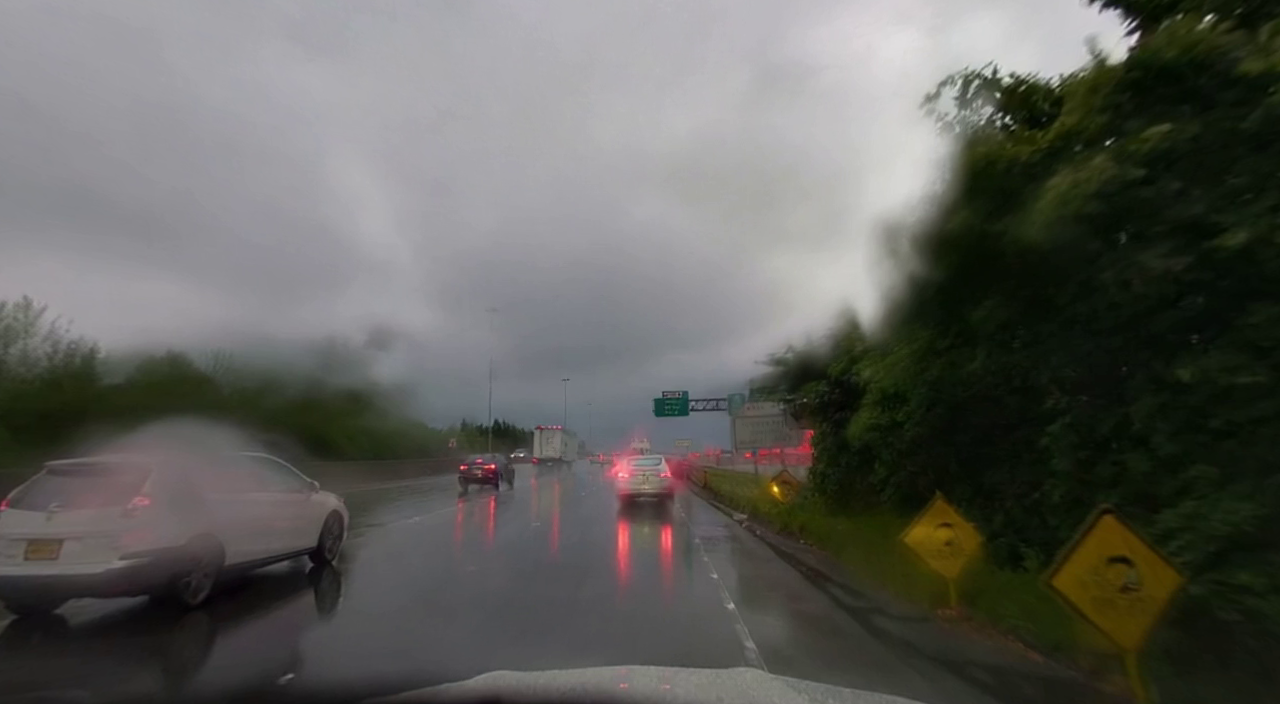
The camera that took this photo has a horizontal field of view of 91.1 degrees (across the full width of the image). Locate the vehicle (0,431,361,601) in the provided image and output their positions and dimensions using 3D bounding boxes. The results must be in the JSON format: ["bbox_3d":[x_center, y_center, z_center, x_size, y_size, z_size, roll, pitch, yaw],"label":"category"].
[{"bbox_3d":[-5.495,1.807,7.902,1.892,1.481,4.573,0,-9,0],"label":"vehicle"}]

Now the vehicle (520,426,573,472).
[{"bbox_3d":[-5.859,6.203,40.109,2.326,2.645,6.249,0,-9,1],"label":"vehicle"}]

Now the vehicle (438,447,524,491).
[{"bbox_3d":[-5.605,4.170,22.677,2.063,1.417,4.000,0,-9,0],"label":"vehicle"}]

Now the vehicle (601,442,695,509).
[{"bbox_3d":[0.200,3.027,15.782,2.080,1.451,3.512,0,-9,1],"label":"vehicle"}]
